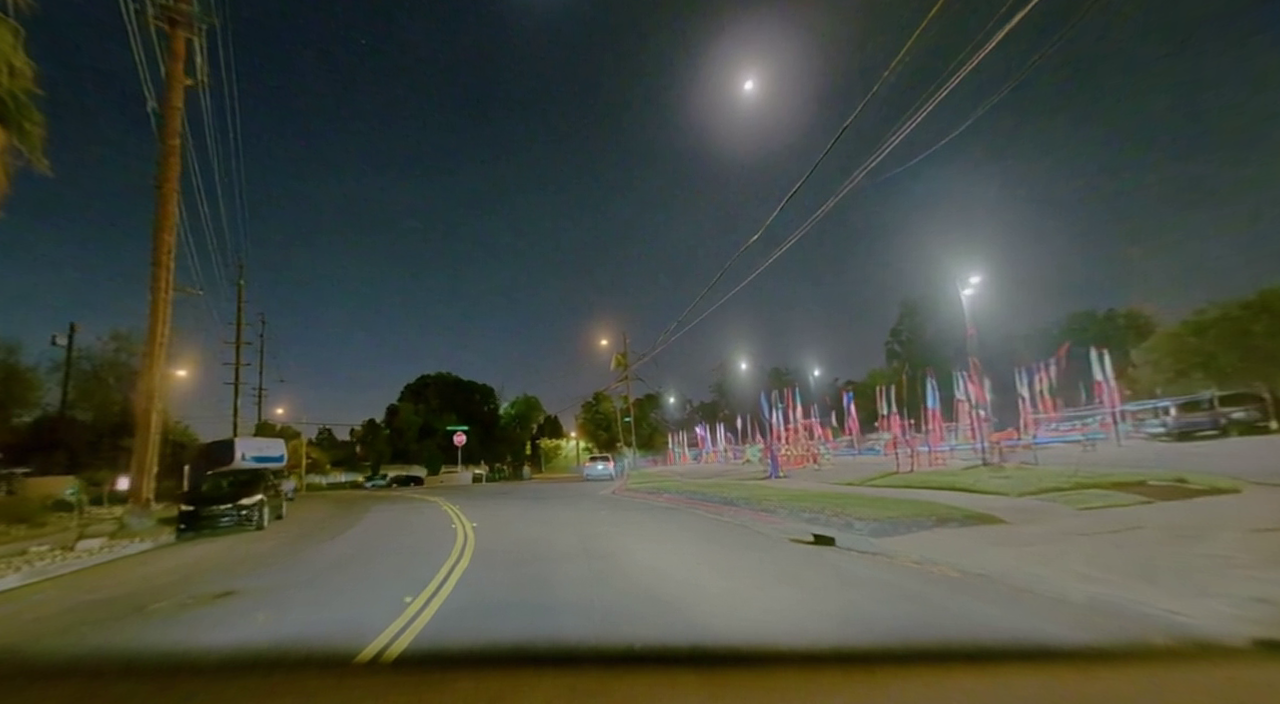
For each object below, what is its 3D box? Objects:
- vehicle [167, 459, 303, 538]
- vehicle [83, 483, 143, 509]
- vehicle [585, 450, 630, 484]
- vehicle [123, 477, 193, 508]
[{"bbox_3d":[-9.961,3.541,15.944,2.085,1.545,4.340,3,-9,-23],"label":"vehicle"},{"bbox_3d":[-37.591,10.221,45.020,4.164,1.504,2.025,-6,-10,33],"label":"vehicle"},{"bbox_3d":[-2.192,7.360,40.837,2.508,1.887,5.930,0,-8,-7],"label":"vehicle"},{"bbox_3d":[-32.059,9.273,42.013,4.527,1.732,2.059,-5,-10,31],"label":"vehicle"}]
